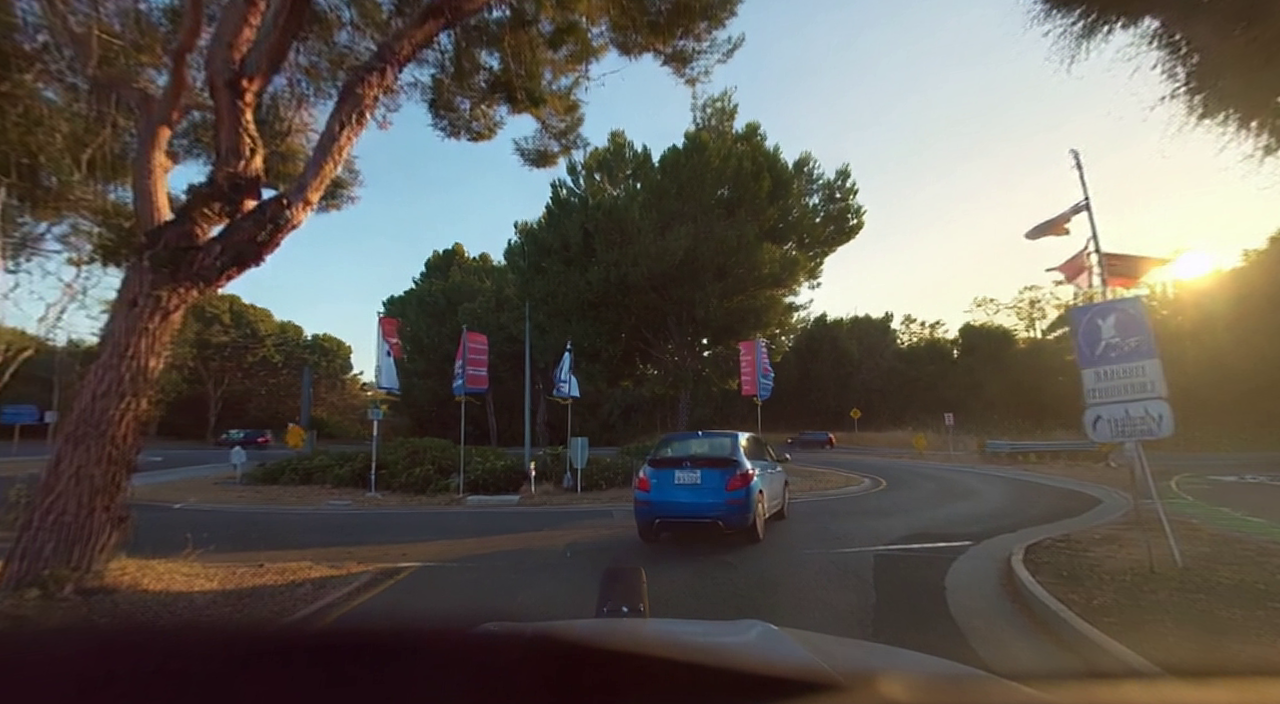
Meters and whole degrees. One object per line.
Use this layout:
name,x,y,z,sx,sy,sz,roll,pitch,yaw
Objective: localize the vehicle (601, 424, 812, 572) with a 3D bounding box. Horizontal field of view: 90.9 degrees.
vehicle,1.201,1.966,9.213,2.078,1.607,4.010,-4,-10,20
